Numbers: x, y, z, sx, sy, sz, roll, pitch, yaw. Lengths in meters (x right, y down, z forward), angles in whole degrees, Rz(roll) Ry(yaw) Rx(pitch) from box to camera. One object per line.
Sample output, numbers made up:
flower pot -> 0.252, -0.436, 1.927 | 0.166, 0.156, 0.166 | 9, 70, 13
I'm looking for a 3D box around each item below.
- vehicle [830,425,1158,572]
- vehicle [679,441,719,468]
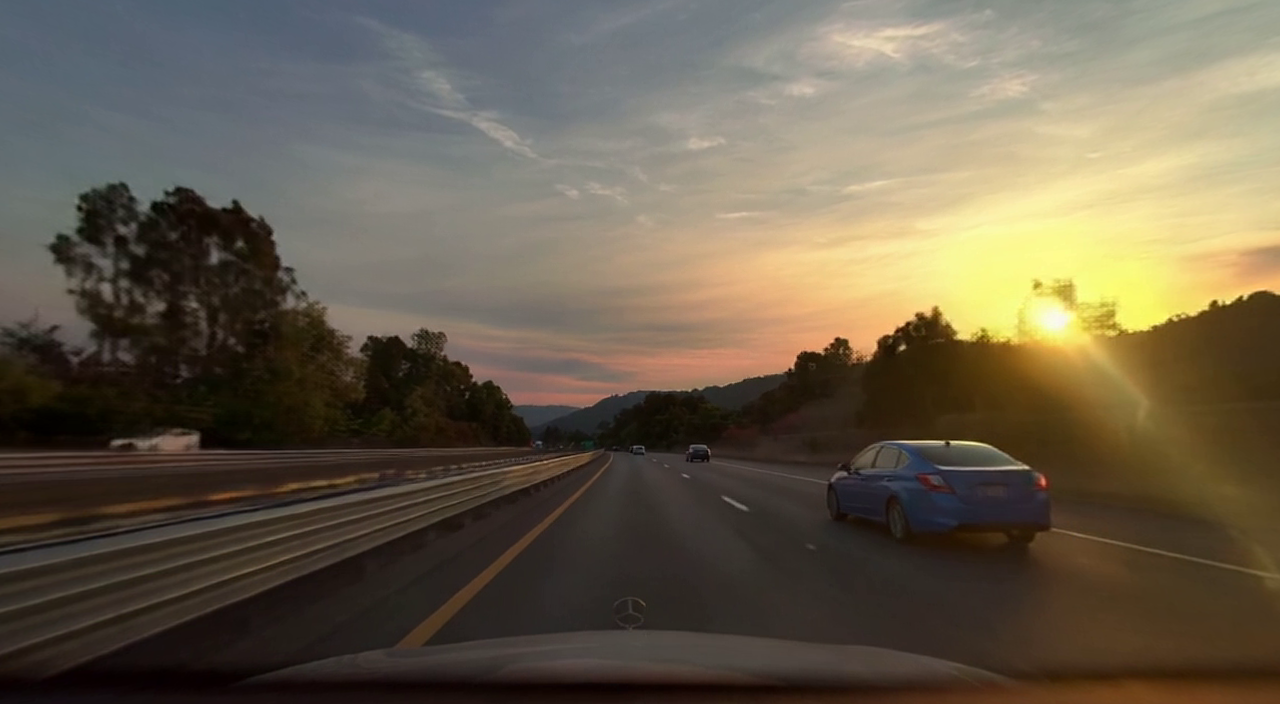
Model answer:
vehicle -> 4.374, 1.853, 8.772 | 2.072, 1.528, 4.176 | 0, -8, -1
vehicle -> 3.504, 6.163, 37.930 | 1.945, 1.538, 3.729 | 0, -8, -2
